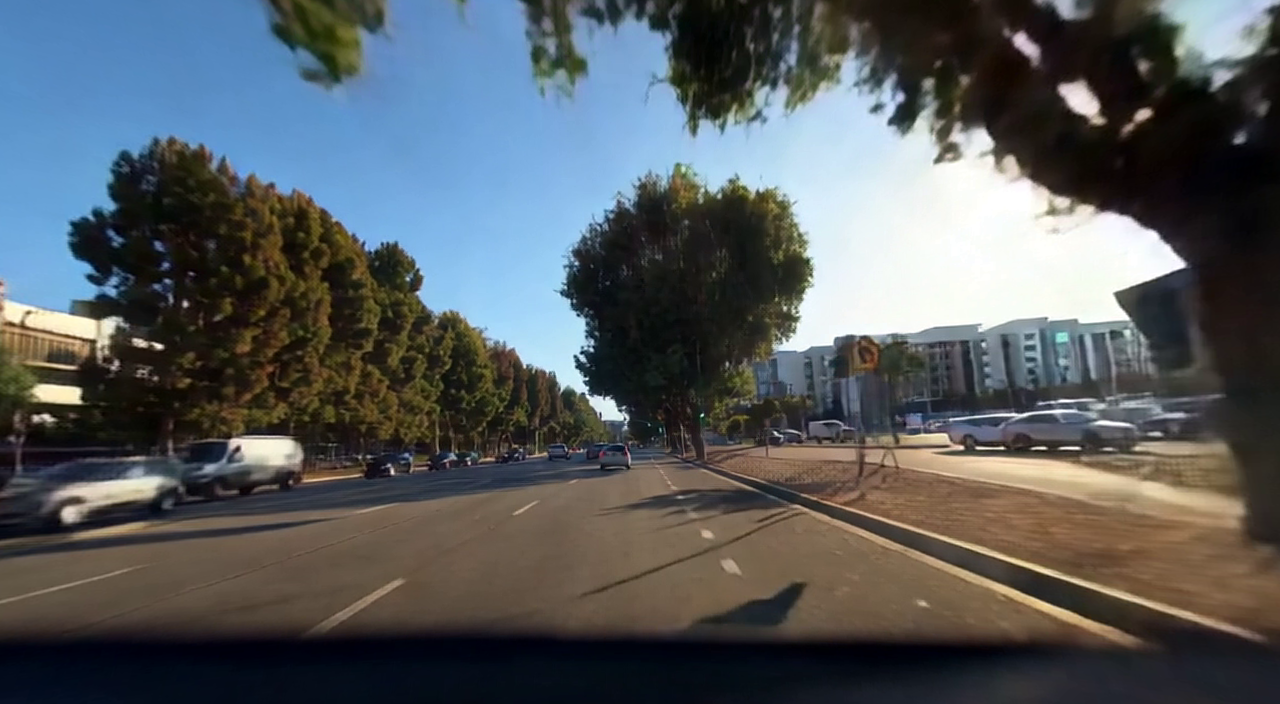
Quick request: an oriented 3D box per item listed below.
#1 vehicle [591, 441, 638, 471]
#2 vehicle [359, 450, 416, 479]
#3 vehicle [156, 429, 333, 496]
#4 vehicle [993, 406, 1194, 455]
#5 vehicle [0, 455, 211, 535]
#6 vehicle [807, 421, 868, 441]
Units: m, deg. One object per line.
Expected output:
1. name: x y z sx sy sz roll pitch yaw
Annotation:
1. vehicle: -1.317 5.628 34.442 2.235 1.500 4.420 0 -8 2
2. vehicle: -16.741 7.423 42.090 2.016 1.598 4.545 -3 -8 -1
3. vehicle: -17.764 4.975 29.121 2.599 2.675 7.177 -1 -8 10
4. vehicle: 13.995 2.483 19.715 4.739 1.424 1.936 0 -8 0
5. vehicle: -12.755 3.250 14.990 2.013 1.498 4.474 0 -8 0
6. vehicle: 15.478 6.210 49.629 3.956 1.504 2.170 2 -8 -9
